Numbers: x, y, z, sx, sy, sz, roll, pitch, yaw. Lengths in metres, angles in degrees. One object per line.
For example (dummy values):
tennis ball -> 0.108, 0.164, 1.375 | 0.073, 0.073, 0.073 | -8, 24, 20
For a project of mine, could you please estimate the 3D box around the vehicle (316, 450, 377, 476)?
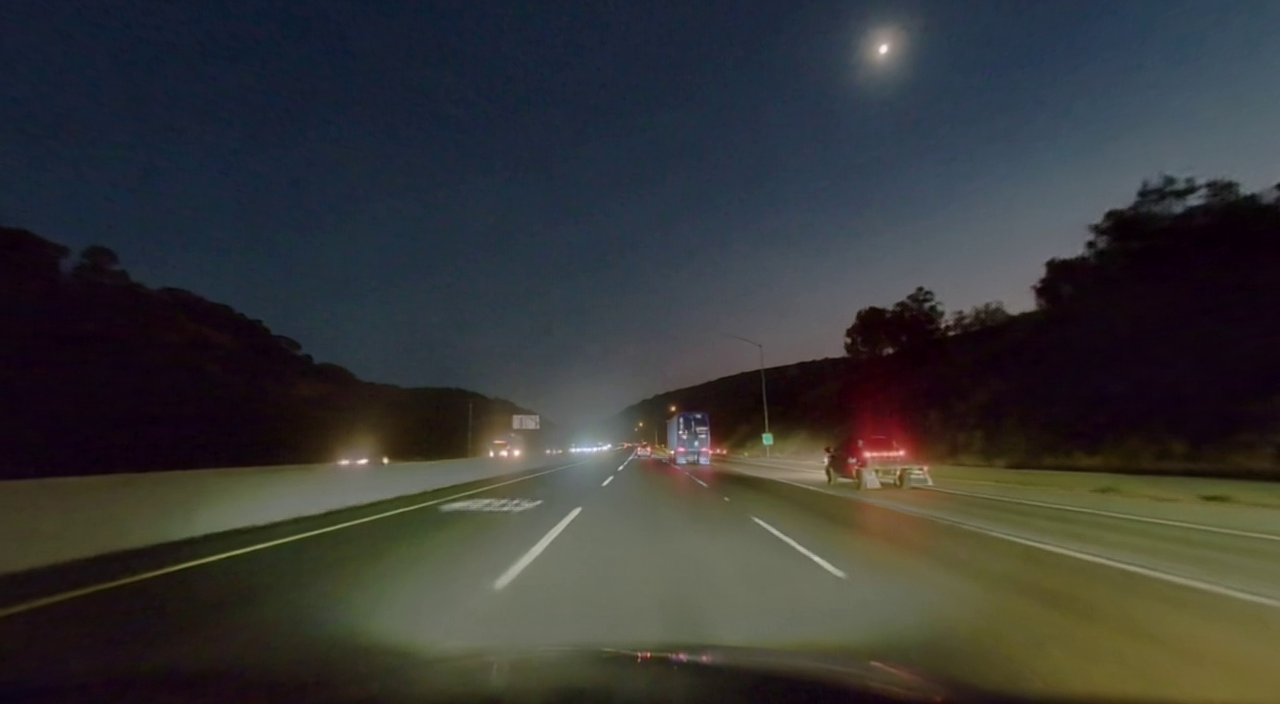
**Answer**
vehicle -> -21.691, 8.178, 46.757 | 2.038, 1.788, 4.894 | 0, -9, 2
